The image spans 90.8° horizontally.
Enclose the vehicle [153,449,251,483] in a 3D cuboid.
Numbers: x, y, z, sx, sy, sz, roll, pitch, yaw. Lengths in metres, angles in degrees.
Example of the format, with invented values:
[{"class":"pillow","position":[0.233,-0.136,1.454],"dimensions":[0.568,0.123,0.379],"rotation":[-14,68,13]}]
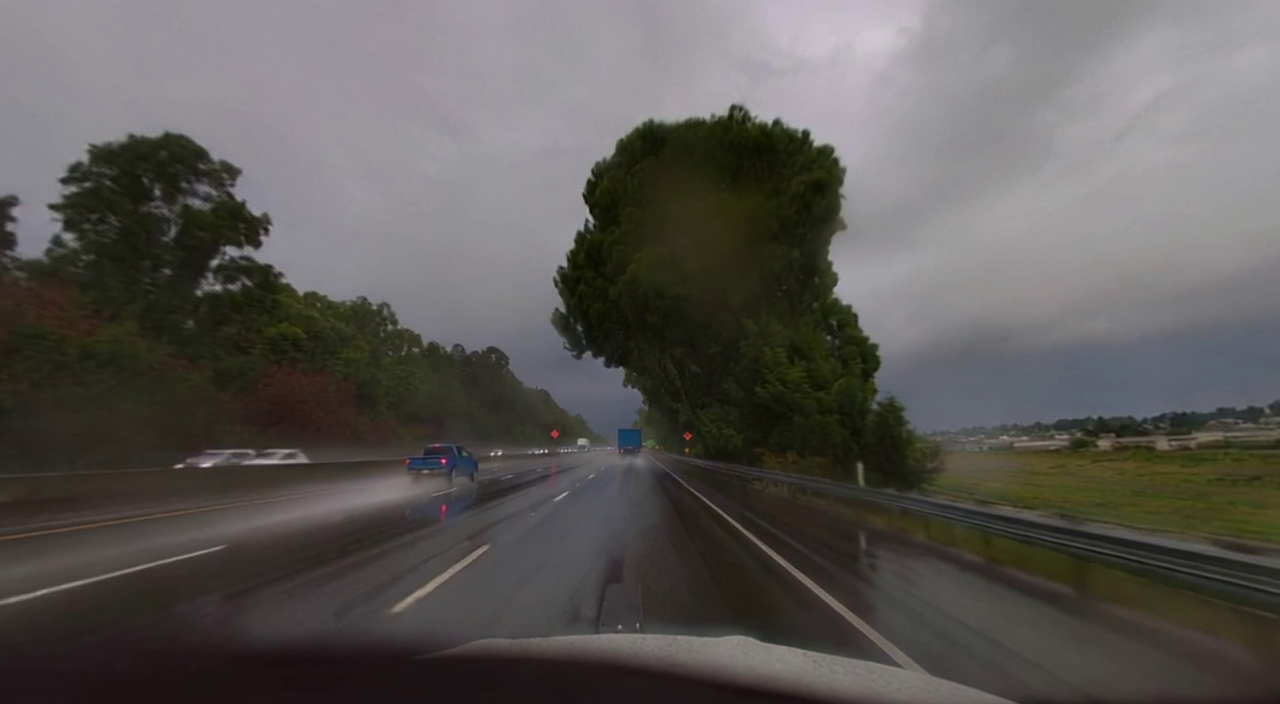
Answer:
[{"class":"vehicle","position":[-21.788,5.669,31.671],"dimensions":[1.848,1.553,4.323],"rotation":[0,-9,-1]}]

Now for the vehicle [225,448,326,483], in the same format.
[{"class":"vehicle","position":[-17.672,5.491,30.984],"dimensions":[2.261,1.528,4.563],"rotation":[0,-9,-1]}]

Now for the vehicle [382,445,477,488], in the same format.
[{"class":"vehicle","position":[-8.060,4.400,24.687],"dimensions":[2.155,1.504,4.490],"rotation":[0,-9,0]}]
